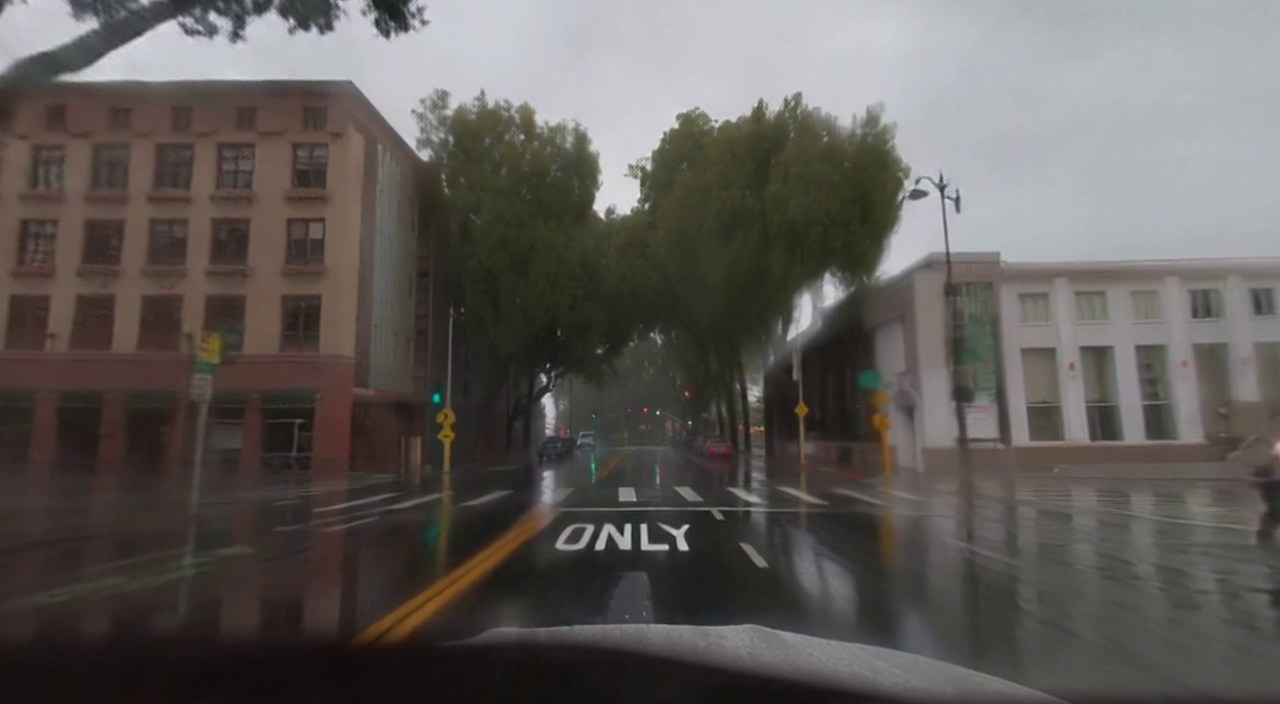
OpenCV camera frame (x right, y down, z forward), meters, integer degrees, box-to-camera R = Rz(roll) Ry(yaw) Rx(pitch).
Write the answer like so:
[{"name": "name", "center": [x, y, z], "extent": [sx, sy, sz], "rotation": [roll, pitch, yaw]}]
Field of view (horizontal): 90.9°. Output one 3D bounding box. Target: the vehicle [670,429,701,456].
[{"name": "vehicle", "center": [3.481, 7.022, 48.836], "extent": [1.971, 1.919, 4.748], "rotation": [0, -8, -1]}]

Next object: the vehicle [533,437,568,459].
[{"name": "vehicle", "center": [-6.739, 7.227, 47.715], "extent": [2.127, 1.533, 4.547], "rotation": [-1, -8, -2]}]

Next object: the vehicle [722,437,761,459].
[{"name": "vehicle", "center": [7.413, 7.047, 46.445], "extent": [1.997, 1.510, 4.455], "rotation": [0, -8, -2]}]
